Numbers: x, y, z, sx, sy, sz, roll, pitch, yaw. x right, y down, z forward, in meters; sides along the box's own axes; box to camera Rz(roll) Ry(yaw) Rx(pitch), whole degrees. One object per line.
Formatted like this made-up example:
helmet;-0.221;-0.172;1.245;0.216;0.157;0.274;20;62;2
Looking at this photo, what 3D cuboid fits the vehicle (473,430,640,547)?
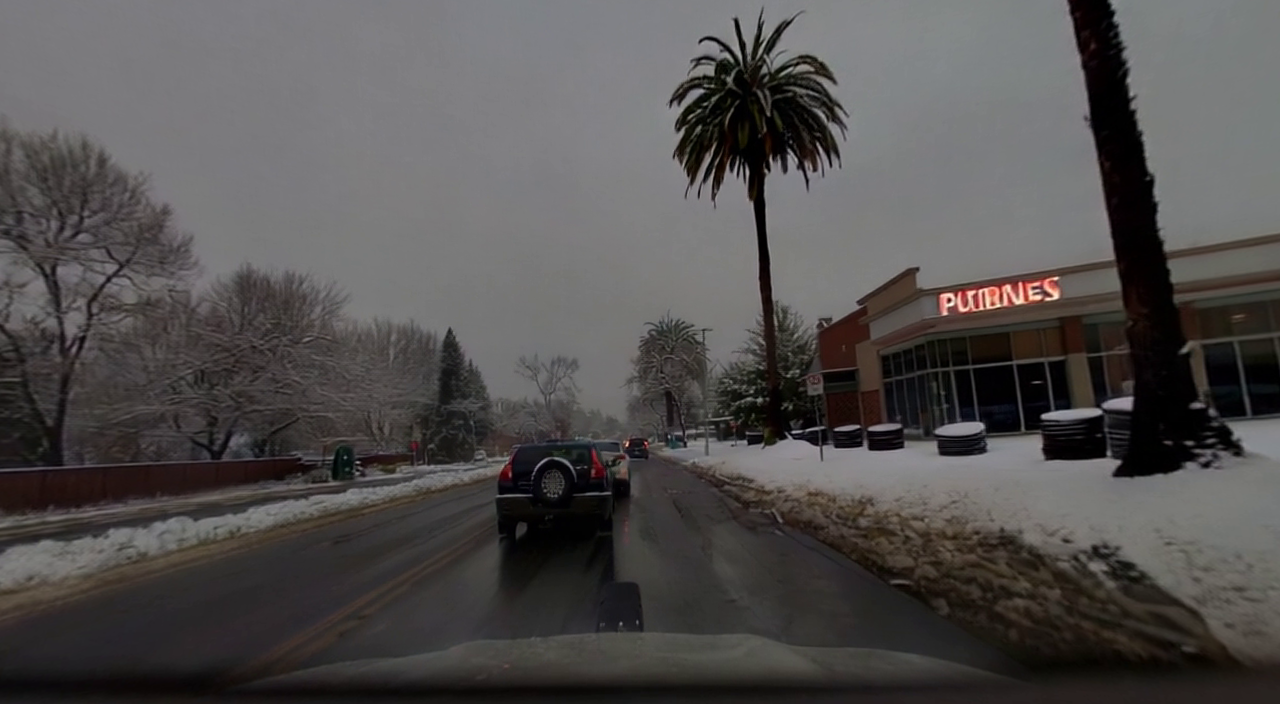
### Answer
vehicle;-1.107;2.073;10.290;2.169;1.495;4.048;0;-8;-1
